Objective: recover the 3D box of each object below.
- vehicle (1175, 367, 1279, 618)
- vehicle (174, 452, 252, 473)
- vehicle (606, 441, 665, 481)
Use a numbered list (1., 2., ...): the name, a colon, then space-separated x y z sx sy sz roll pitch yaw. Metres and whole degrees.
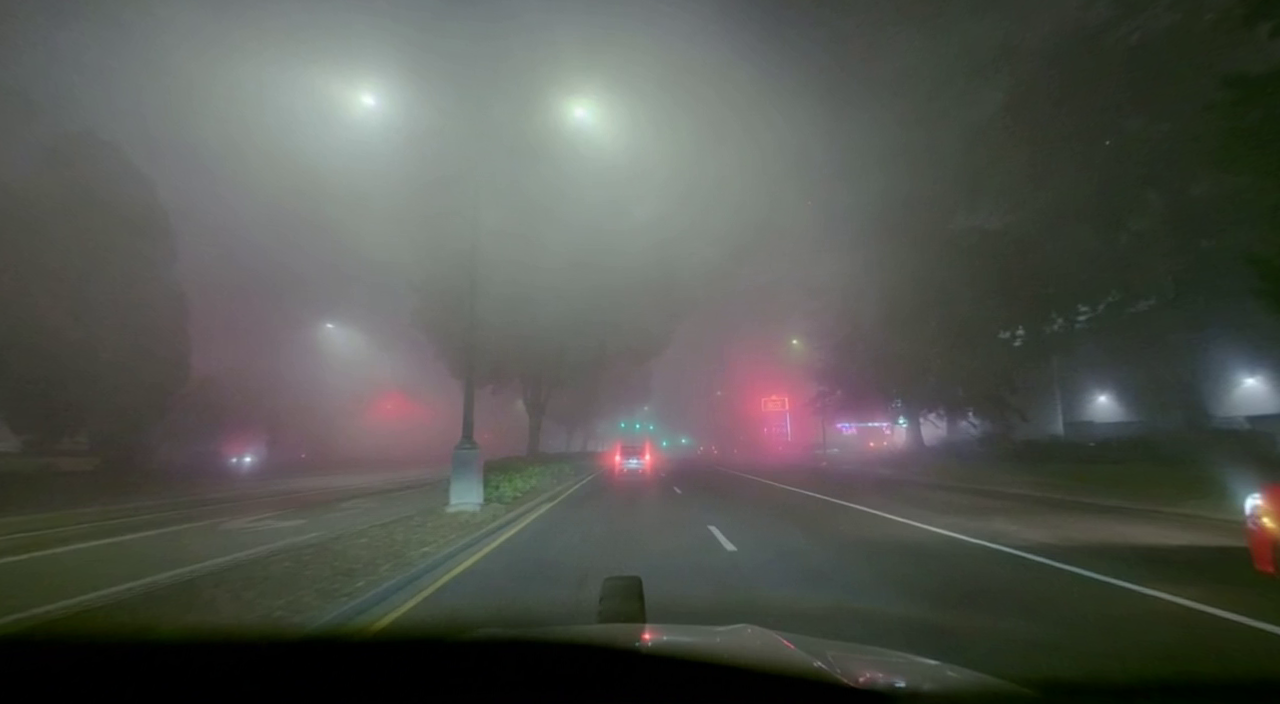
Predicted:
1. vehicle: 5.874 0.759 2.767 2.066 1.865 5.636 0 -8 -1
2. vehicle: -33.072 8.544 48.965 4.686 1.478 1.801 7 -11 -41
3. vehicle: -0.204 4.350 25.531 2.185 1.473 3.925 0 -8 -1
